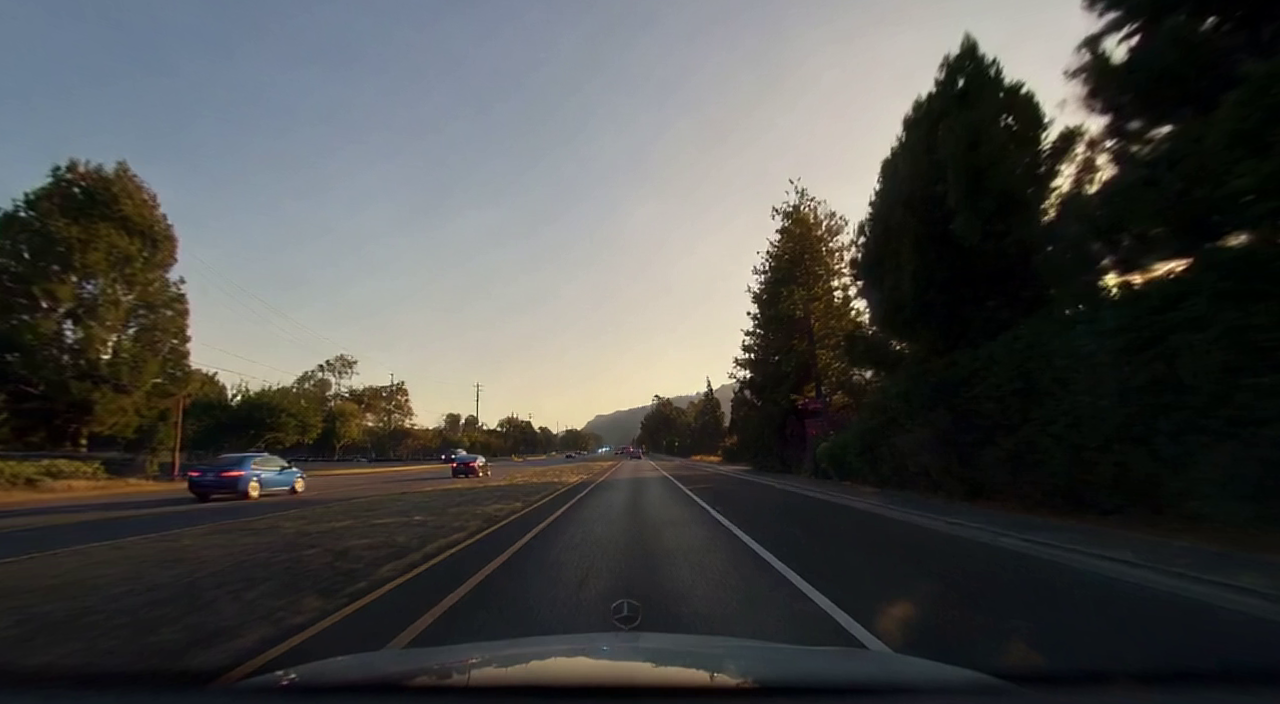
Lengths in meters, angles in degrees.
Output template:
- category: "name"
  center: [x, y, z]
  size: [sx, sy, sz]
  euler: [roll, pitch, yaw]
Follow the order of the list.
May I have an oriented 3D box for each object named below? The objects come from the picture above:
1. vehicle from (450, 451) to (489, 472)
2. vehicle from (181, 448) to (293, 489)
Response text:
- category: "vehicle"
  center: [-12.881, 8.277, 47.819]
  size: [1.852, 1.494, 3.794]
  euler: [0, -9, 0]
- category: "vehicle"
  center: [-16.805, 4.854, 26.589]
  size: [1.955, 1.533, 4.097]
  euler: [0, -9, 0]
